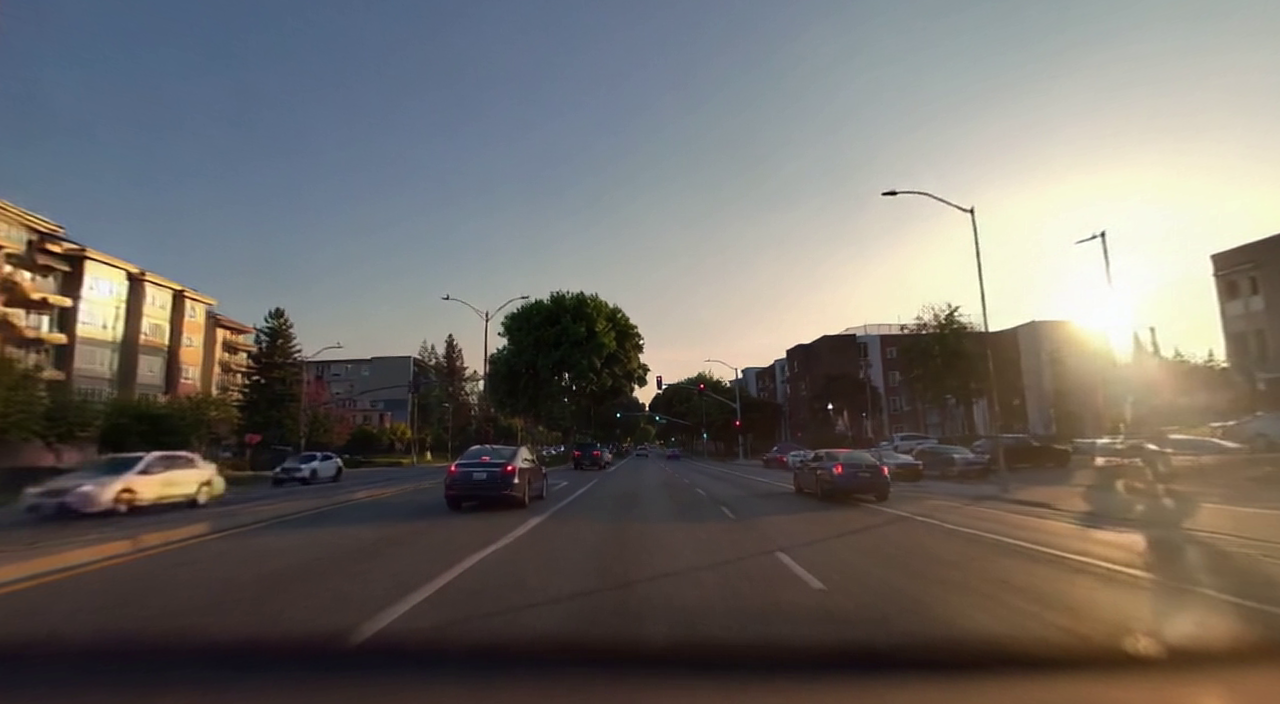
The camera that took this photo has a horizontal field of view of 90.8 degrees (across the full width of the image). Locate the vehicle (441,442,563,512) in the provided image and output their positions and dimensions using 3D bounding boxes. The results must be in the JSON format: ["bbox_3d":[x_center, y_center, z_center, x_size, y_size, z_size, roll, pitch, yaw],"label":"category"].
[{"bbox_3d":[-3.185,2.975,15.578,2.144,1.447,4.421,0,-8,-2],"label":"vehicle"}]

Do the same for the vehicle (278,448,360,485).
[{"bbox_3d":[-15.003,5.357,29.807,1.854,1.586,4.043,0,-8,-2],"label":"vehicle"}]

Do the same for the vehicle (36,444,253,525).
[{"bbox_3d":[-10.694,2.832,14.052,1.867,1.524,3.654,0,-8,-2],"label":"vehicle"}]

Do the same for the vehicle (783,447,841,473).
[{"bbox_3d":[10.236,6.455,37.947,2.045,1.418,4.869,0,-8,-1],"label":"vehicle"}]

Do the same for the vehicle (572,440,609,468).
[{"bbox_3d":[-3.404,7.176,44.643,2.220,1.888,4.904,0,-8,0],"label":"vehicle"}]

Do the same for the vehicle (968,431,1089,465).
[{"bbox_3d":[18.453,4.593,30.154,4.416,1.519,1.988,-1,-9,2],"label":"vehicle"}]

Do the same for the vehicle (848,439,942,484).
[{"bbox_3d":[10.377,4.488,26.148,1.975,1.677,4.400,0,-8,-1],"label":"vehicle"}]

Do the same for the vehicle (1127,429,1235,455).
[{"bbox_3d":[34.689,5.779,40.644,4.771,1.577,2.205,-1,-8,3],"label":"vehicle"}]
